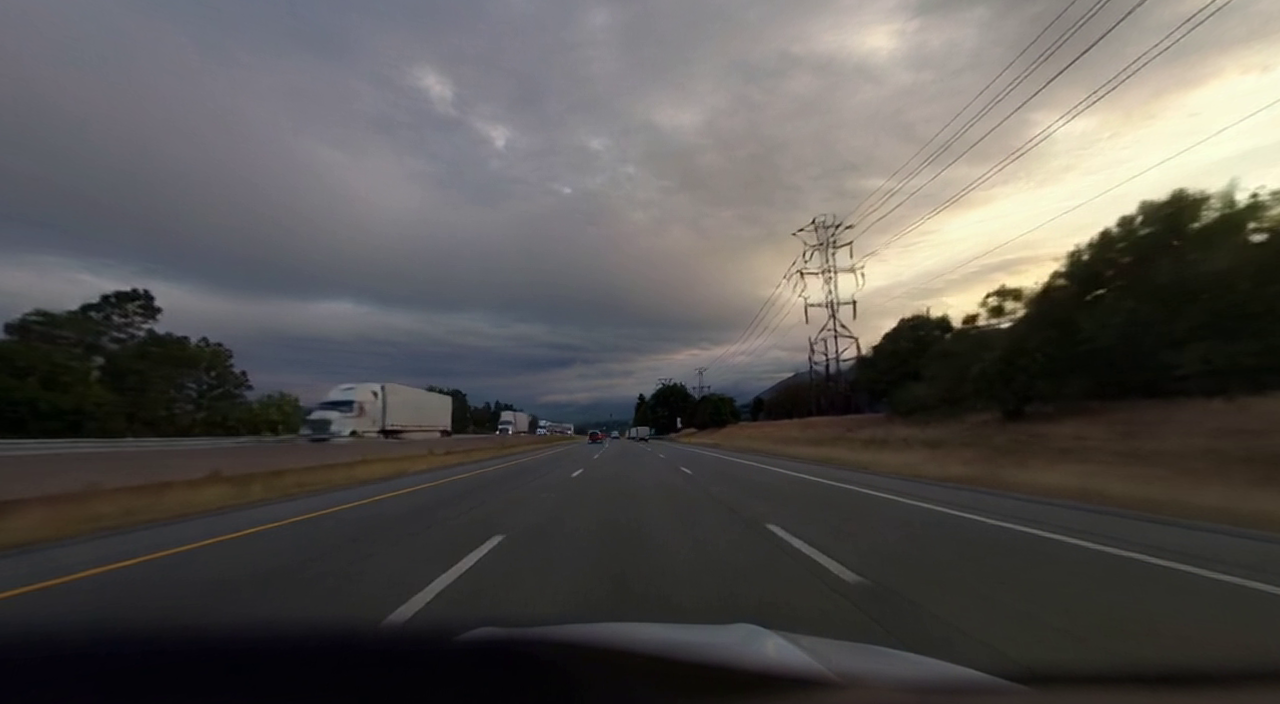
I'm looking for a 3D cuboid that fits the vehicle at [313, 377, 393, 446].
[{"bbox_3d":[-17.027,3.617,37.607,3.032,3.927,3.511,0,-8,-1],"label":"vehicle"}]

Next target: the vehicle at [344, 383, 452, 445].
[{"bbox_3d":[-17.067,4.739,45.897,2.828,3.852,13.292,0,-8,-1],"label":"vehicle"}]
